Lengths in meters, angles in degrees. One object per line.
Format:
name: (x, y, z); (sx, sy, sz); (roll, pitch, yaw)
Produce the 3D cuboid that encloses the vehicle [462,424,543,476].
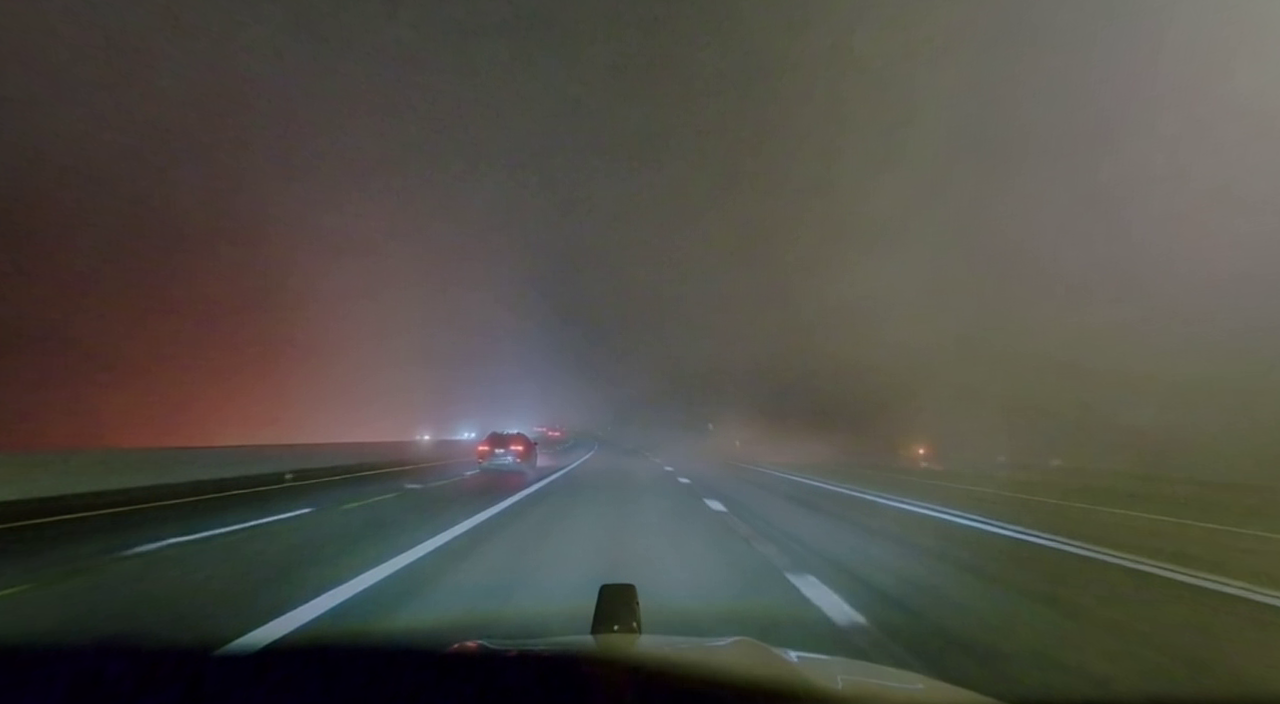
vehicle: (-4.508, 3.270, 21.192); (1.878, 1.548, 3.966); (0, -8, -1)
